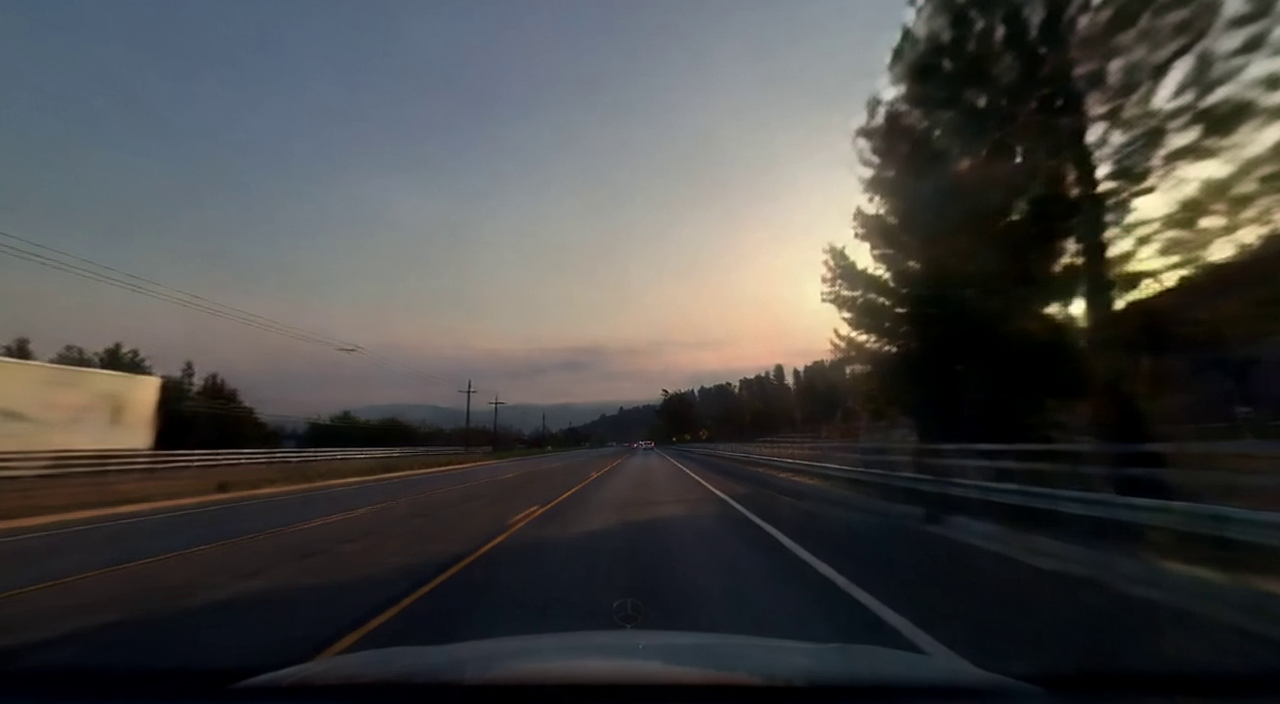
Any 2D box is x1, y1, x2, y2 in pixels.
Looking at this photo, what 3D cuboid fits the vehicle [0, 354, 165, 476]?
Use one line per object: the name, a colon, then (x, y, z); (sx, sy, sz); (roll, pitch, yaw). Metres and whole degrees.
vehicle: (-22.566, 2.014, 20.353); (3.159, 3.961, 14.169); (0, -8, 1)
